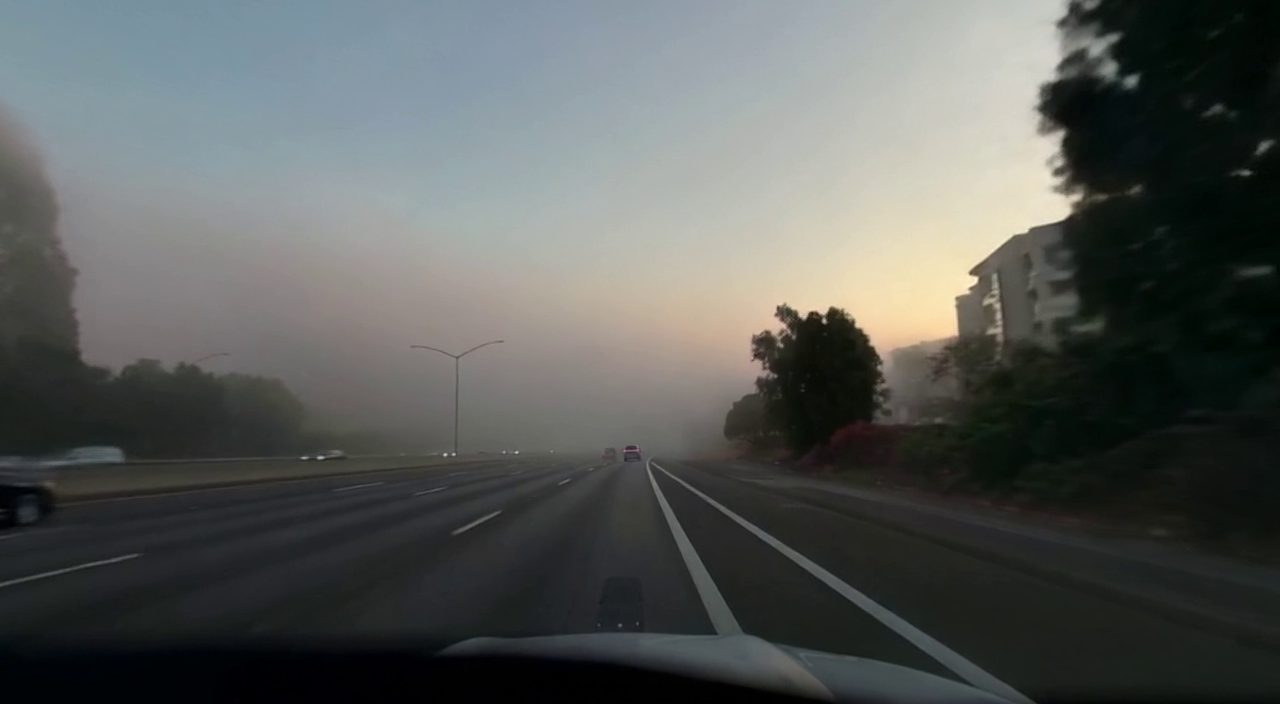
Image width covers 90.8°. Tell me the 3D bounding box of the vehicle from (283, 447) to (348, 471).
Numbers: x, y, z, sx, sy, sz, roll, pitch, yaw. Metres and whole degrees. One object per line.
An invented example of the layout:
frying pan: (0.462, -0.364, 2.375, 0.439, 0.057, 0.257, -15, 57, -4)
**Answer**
vehicle: (-22.448, 7.383, 43.975, 1.911, 1.534, 4.817, -1, -8, 1)
